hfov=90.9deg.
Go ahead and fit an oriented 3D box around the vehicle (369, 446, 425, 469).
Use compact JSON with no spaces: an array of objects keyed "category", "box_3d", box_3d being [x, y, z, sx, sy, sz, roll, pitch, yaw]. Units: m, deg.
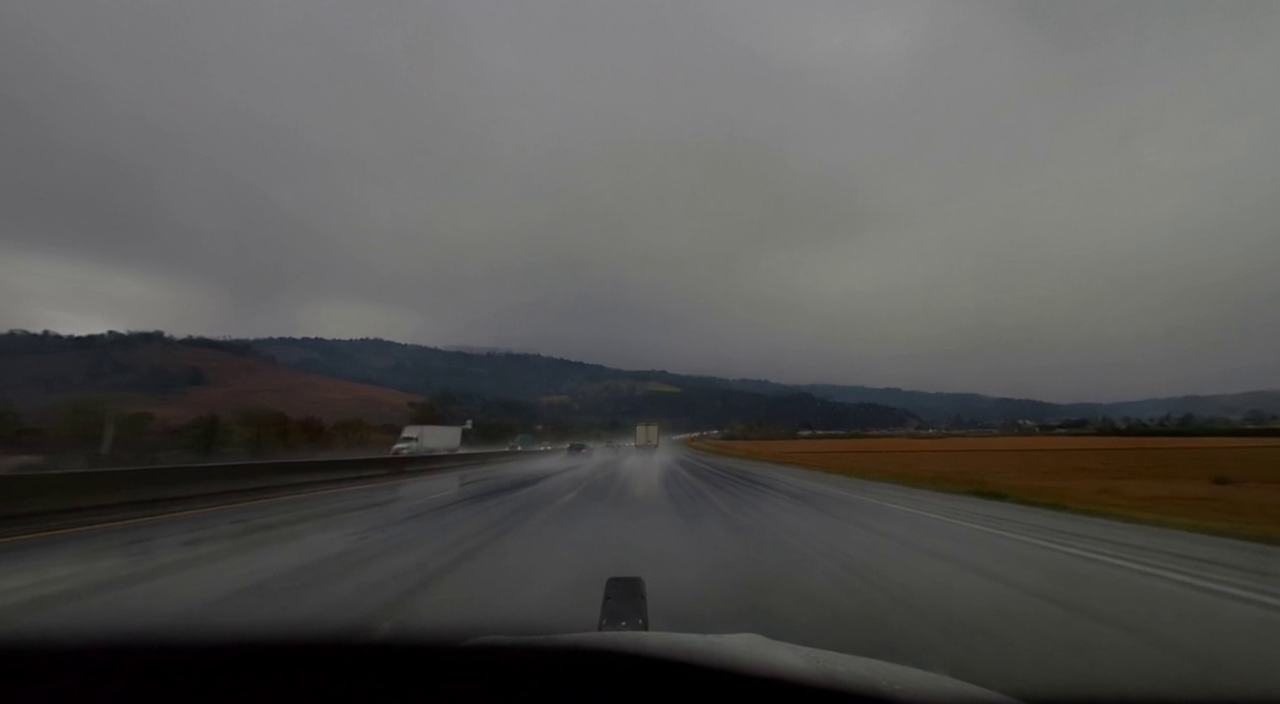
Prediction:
[{"category":"vehicle","box_3d":[-16.814,7.269,43.872,1.918,1.479,4.792,0,-8,1]}]
